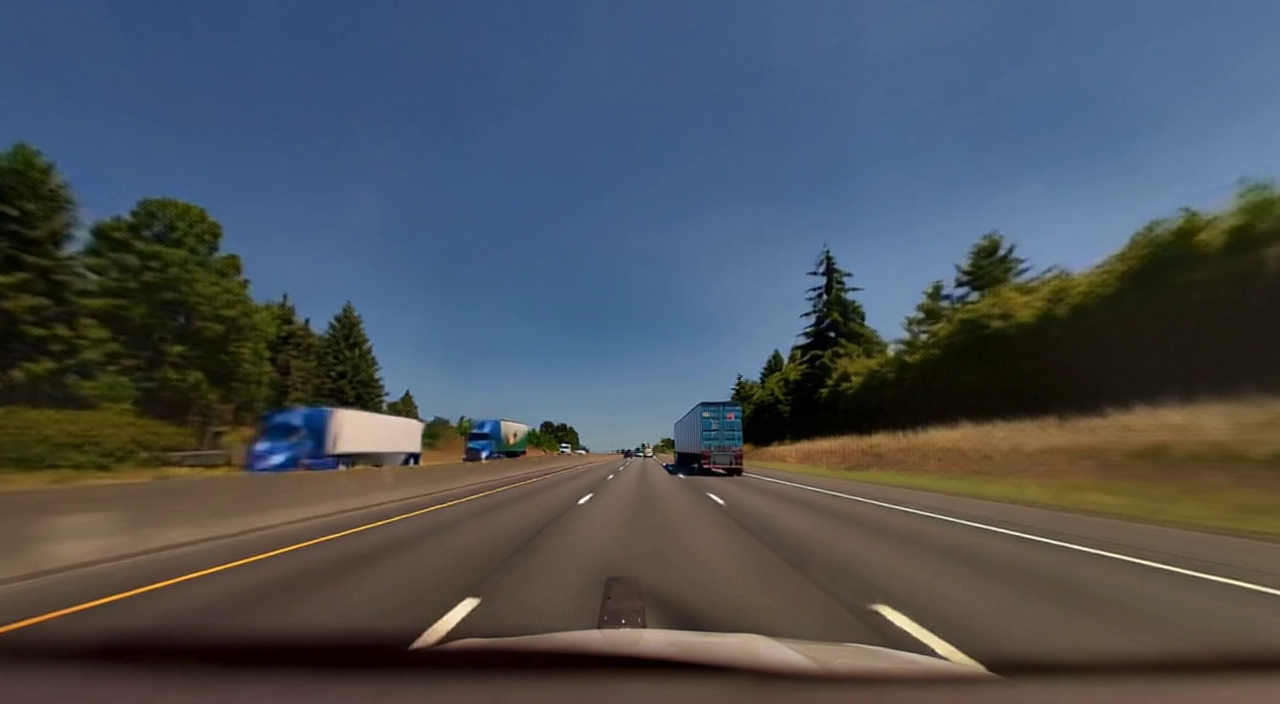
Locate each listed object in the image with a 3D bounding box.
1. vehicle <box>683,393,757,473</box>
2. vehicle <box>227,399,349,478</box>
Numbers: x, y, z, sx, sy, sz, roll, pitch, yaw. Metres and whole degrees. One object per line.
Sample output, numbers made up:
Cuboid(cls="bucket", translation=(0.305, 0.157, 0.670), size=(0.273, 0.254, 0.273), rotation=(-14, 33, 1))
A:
Cuboid(cls="vehicle", translation=(4.553, 5.193, 39.233), size=(2.784, 4.080, 13.516), rotation=(-1, -9, 0))
Cuboid(cls="vehicle", translation=(-18.648, 4.712, 33.898), size=(2.998, 3.836, 5.792), rotation=(0, -9, 0))
